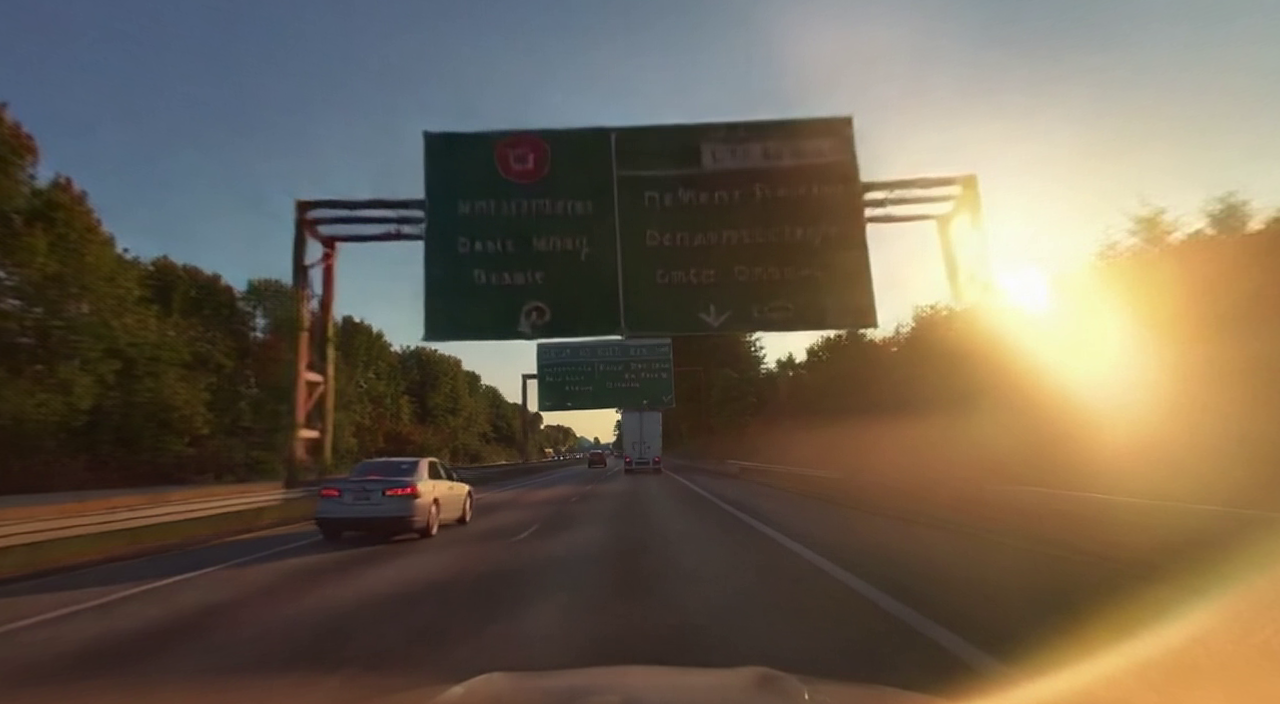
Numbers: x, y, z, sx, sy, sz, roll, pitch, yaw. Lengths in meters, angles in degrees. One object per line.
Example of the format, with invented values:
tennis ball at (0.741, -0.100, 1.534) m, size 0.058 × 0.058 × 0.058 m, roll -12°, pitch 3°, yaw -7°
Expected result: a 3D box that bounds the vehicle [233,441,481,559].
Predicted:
vehicle at (-4.089, 2.194, 10.069) m, size 1.968 × 1.460 × 4.227 m, roll 0°, pitch -9°, yaw 0°
